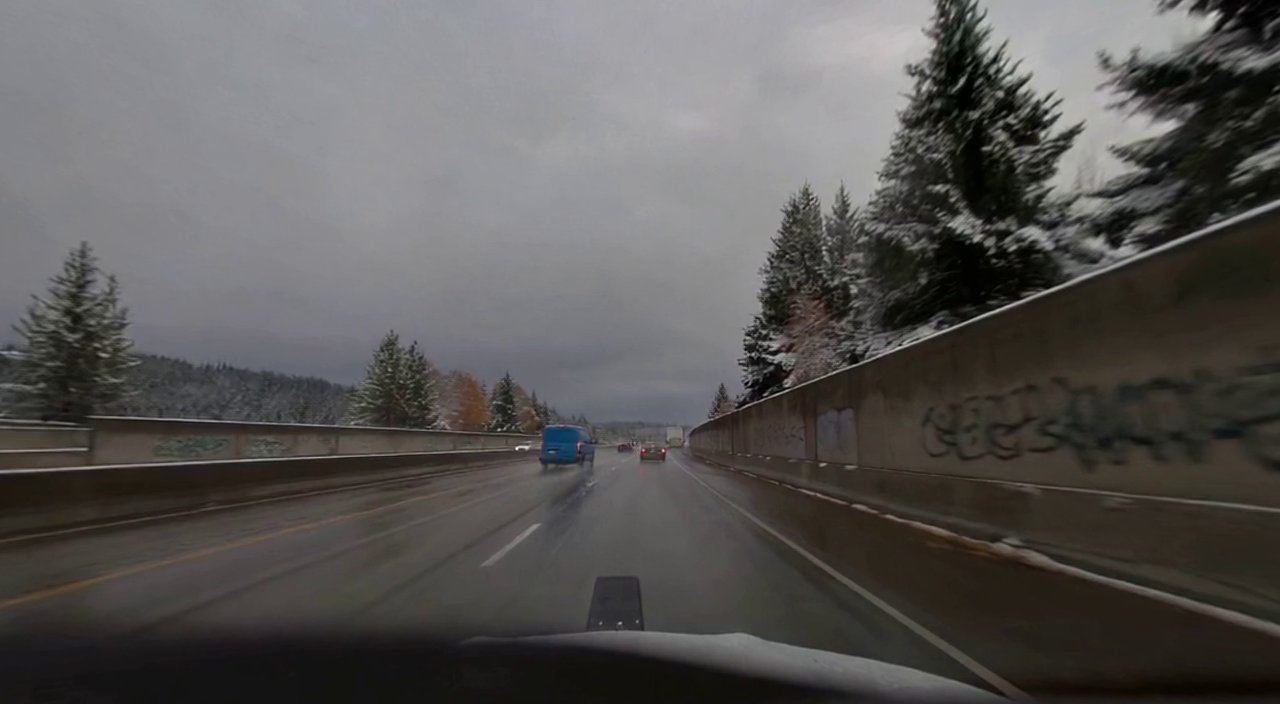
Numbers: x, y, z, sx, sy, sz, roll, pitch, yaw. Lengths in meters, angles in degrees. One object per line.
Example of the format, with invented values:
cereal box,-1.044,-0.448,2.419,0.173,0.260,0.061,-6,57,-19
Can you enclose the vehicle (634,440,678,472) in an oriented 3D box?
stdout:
vehicle,0.757,5.184,31.654,2.071,1.487,3.948,0,-8,1

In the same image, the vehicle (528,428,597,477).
vehicle,-3.307,4.425,27.989,2.199,1.973,5.078,0,-8,2
